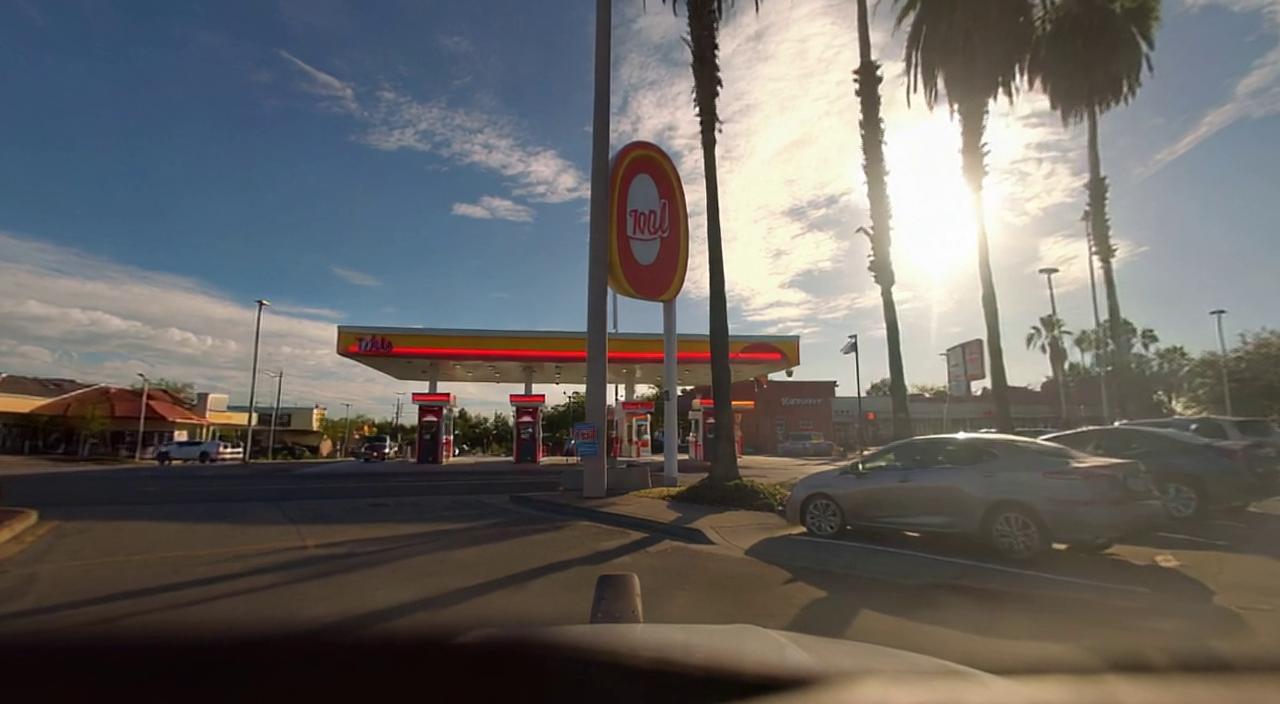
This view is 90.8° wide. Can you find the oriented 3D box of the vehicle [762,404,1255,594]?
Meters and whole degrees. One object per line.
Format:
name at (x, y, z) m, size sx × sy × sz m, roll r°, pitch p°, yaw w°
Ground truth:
vehicle at (3.801, 1.529, 7.481) m, size 1.937 × 1.490 × 4.564 m, roll 6°, pitch -10°, yaw -34°
